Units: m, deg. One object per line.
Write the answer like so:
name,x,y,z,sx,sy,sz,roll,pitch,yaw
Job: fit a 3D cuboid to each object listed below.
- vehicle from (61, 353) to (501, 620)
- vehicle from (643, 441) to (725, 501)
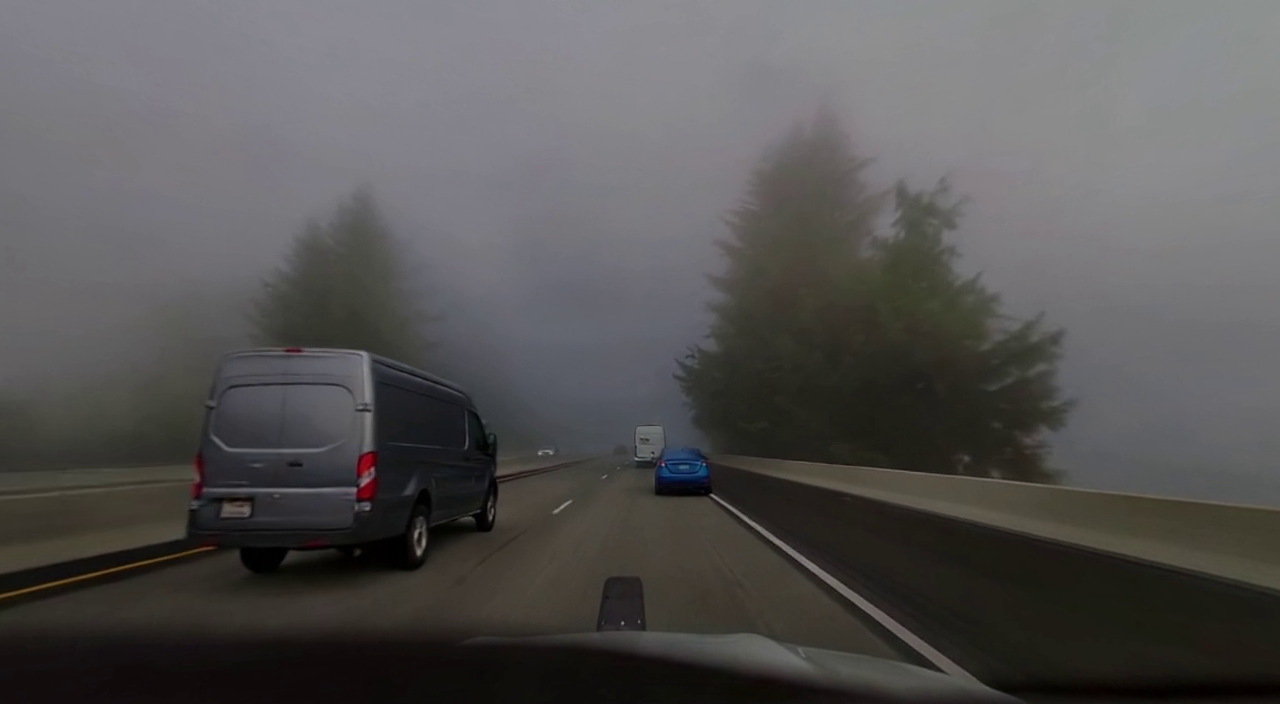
vehicle,-3.285,1.397,7.369,2.217,2.033,4.975,0,-9,-1
vehicle,1.100,3.249,17.545,2.012,1.485,3.649,0,-9,0
